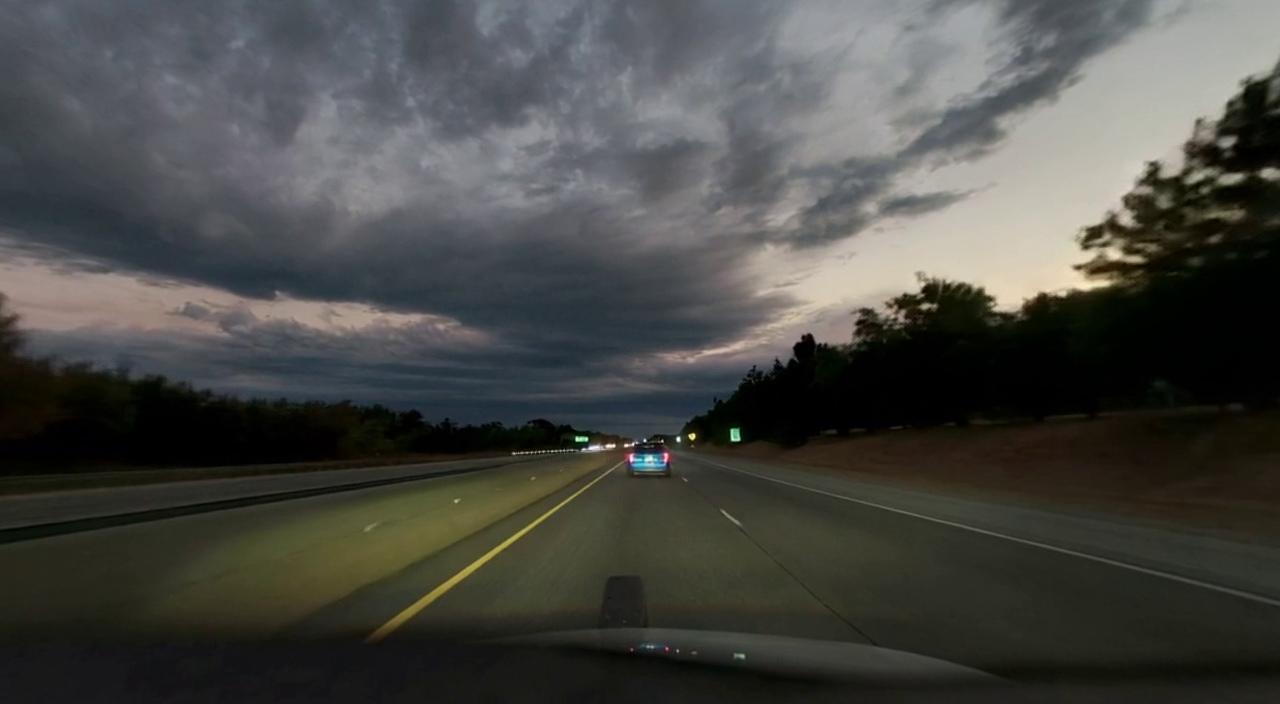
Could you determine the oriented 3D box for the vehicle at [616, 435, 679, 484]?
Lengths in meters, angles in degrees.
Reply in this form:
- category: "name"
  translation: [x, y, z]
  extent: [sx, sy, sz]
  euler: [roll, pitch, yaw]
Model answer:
- category: "vehicle"
  translation: [0.286, 4.063, 24.038]
  extent: [2.190, 1.706, 4.062]
  euler: [0, -9, 1]
